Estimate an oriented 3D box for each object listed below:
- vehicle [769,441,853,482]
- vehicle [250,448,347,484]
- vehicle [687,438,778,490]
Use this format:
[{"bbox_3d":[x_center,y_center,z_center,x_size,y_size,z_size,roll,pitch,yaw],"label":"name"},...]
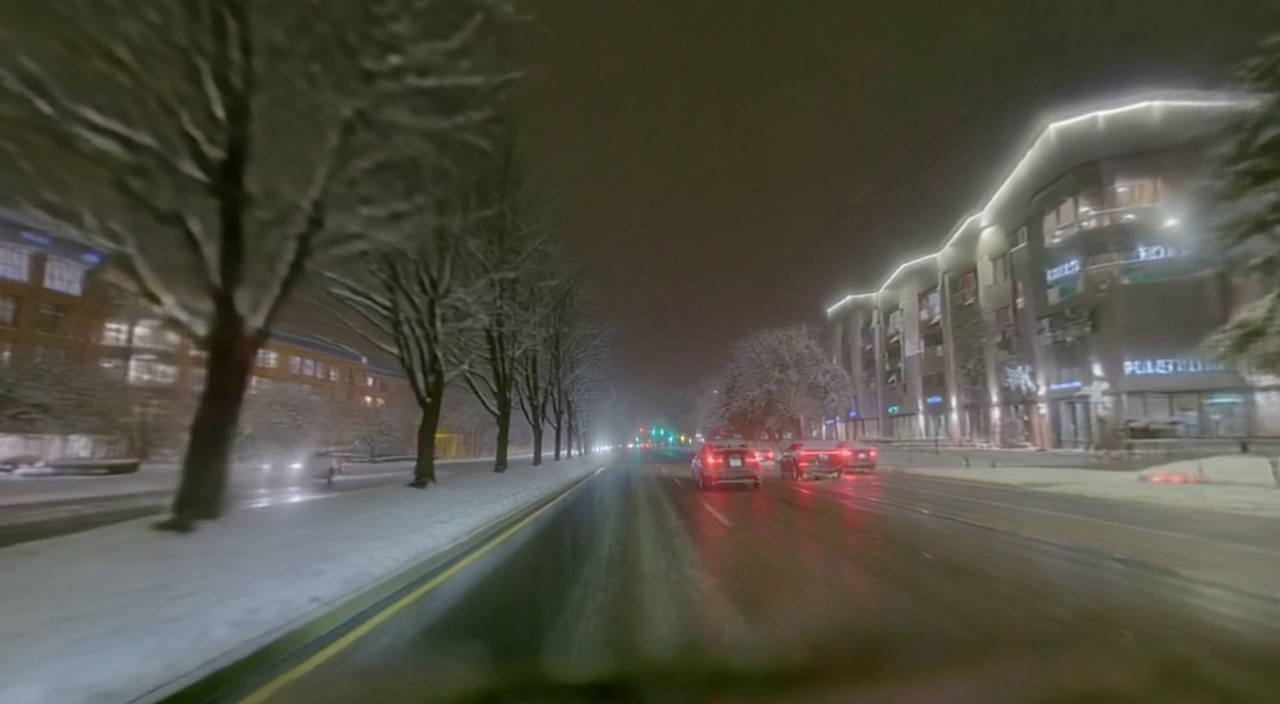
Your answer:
[{"bbox_3d":[6.449,4.163,24.340,1.912,1.411,4.380,0,-9,-1],"label":"vehicle"},{"bbox_3d":[-16.614,5.549,31.072,2.031,1.607,4.759,0,-9,1],"label":"vehicle"},{"bbox_3d":[2.854,3.594,20.594,2.131,1.491,4.496,0,-9,-2],"label":"vehicle"}]
